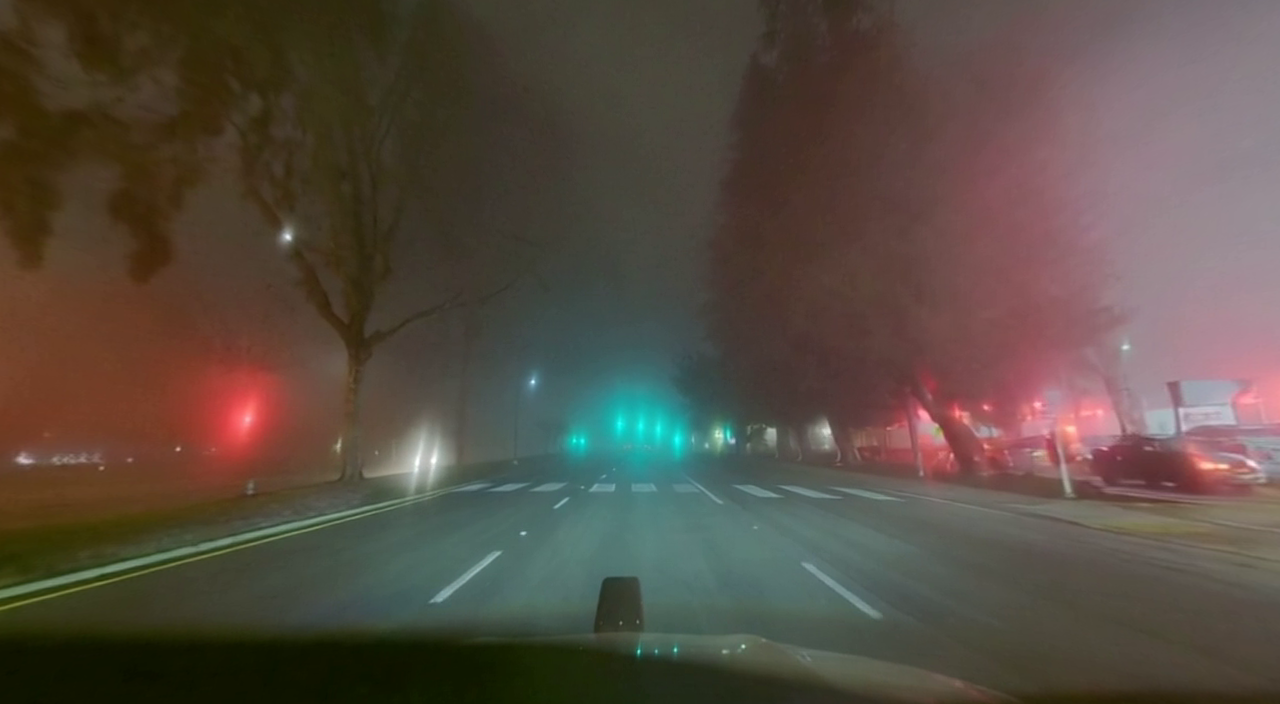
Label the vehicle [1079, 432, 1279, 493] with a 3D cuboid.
[{"bbox_3d":[14.905,3.052,17.774,1.920,1.471,4.516,0,-8,1],"label":"vehicle"}]
